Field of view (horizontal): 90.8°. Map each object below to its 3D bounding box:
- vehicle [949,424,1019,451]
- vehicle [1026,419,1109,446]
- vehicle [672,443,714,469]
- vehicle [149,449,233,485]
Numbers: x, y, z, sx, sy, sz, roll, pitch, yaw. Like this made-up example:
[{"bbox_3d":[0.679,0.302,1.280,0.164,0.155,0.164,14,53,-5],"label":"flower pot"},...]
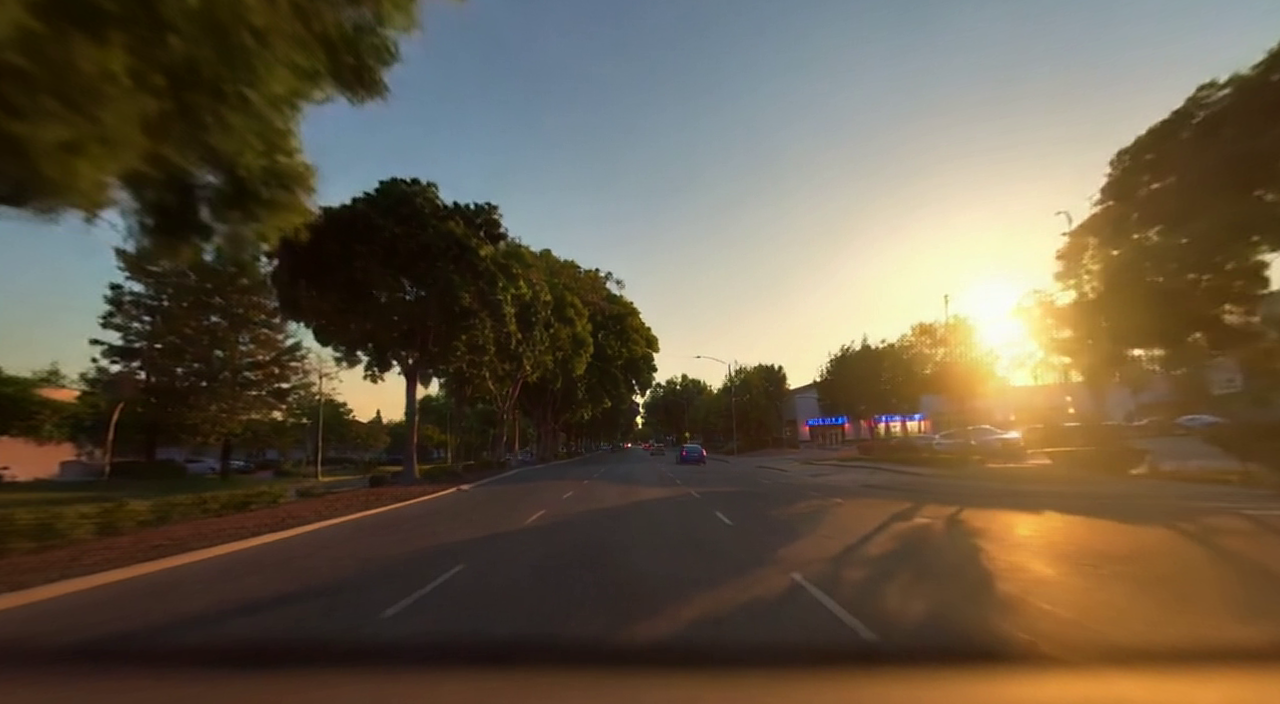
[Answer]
[{"bbox_3d":[21.793,5.461,40.234,1.911,1.604,4.411,0,-8,-1],"label":"vehicle"},{"bbox_3d":[27.601,5.175,41.018,2.037,1.633,4.447,1,-7,-5],"label":"vehicle"},{"bbox_3d":[3.177,6.350,38.744,2.033,1.482,4.571,0,-8,-2],"label":"vehicle"},{"bbox_3d":[-35.206,8.986,49.800,2.182,2.543,6.006,0,-8,0],"label":"vehicle"}]
